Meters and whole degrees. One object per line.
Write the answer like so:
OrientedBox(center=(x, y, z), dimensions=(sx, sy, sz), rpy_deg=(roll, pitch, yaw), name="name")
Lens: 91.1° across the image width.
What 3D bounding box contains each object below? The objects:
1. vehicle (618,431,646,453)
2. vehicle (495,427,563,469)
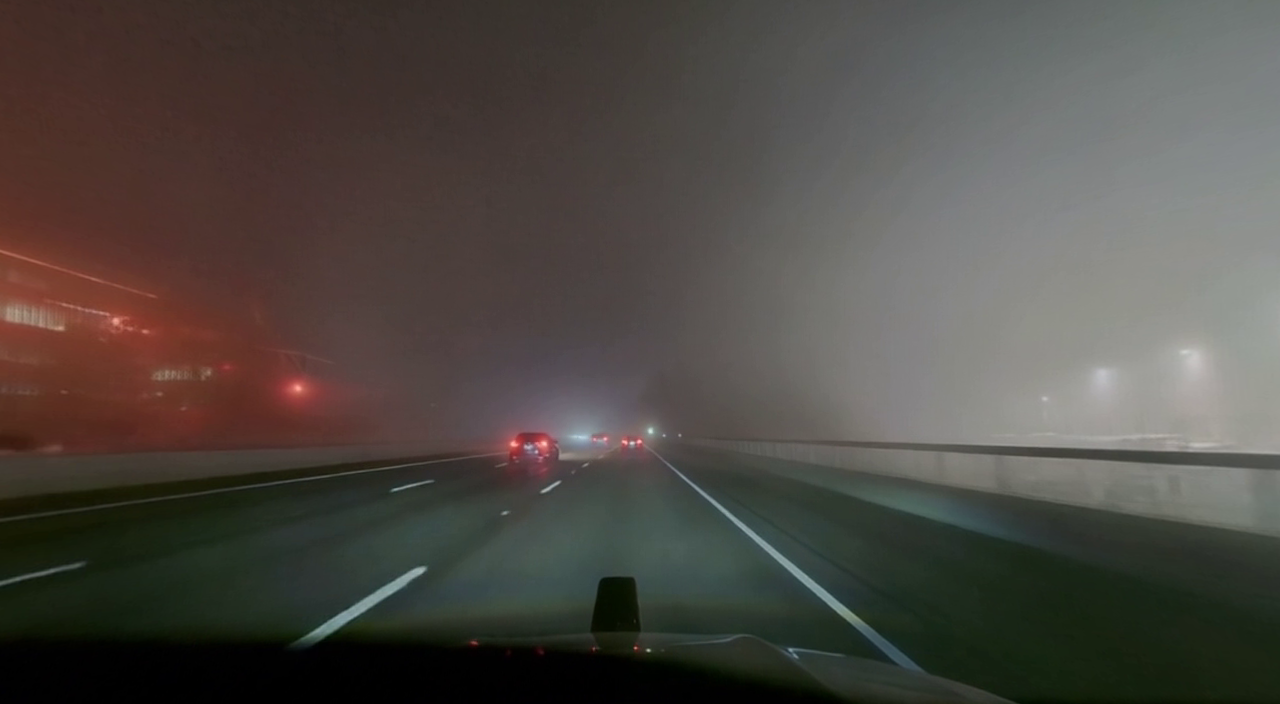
OrientedBox(center=(-0.606, 6.914, 48.362), dimensions=(2.036, 1.637, 4.009), rpy_deg=(0, -8, -1), name="vehicle")
OrientedBox(center=(-4.550, 4.006, 26.478), dimensions=(2.036, 1.612, 4.510), rpy_deg=(0, -8, 0), name="vehicle")
